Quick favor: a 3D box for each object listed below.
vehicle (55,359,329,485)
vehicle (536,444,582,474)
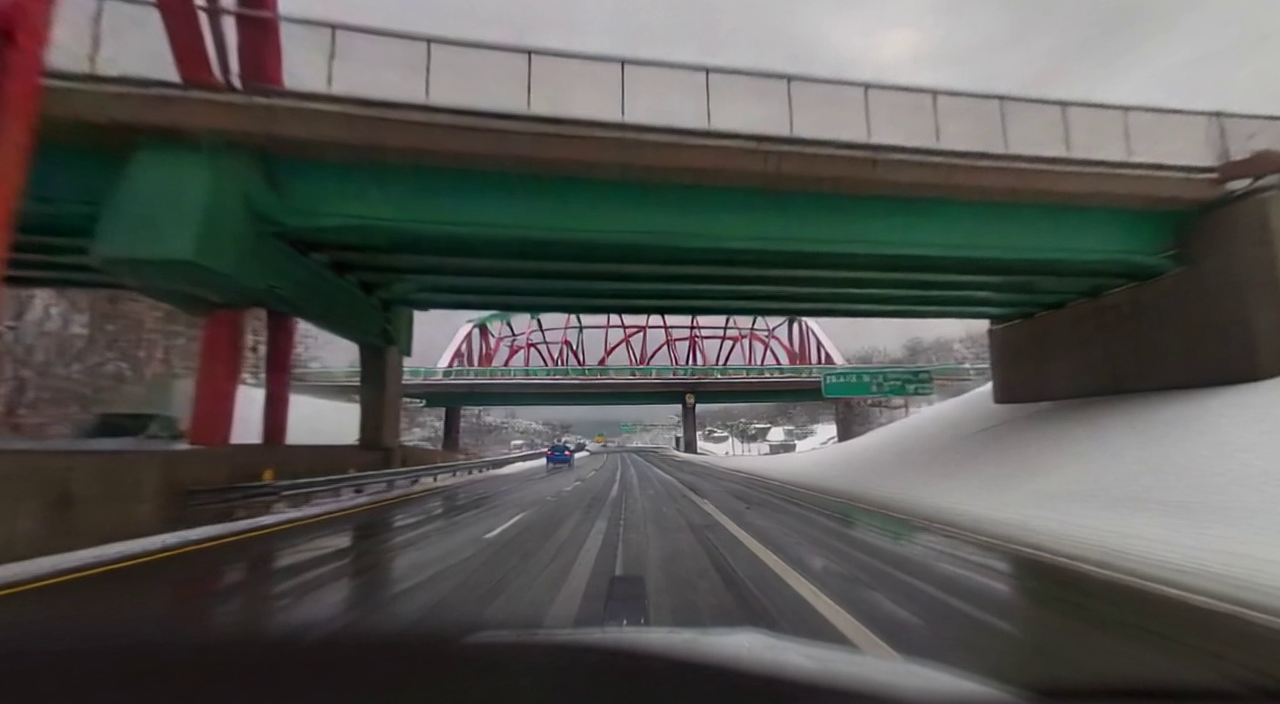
[{"bbox_3d":[-16.899,3.025,25.404,3.020,3.984,10.945,0,-9,0],"label":"vehicle"},{"bbox_3d":[-4.460,5.991,35.295,2.052,1.556,4.405,0,-8,-1],"label":"vehicle"}]
